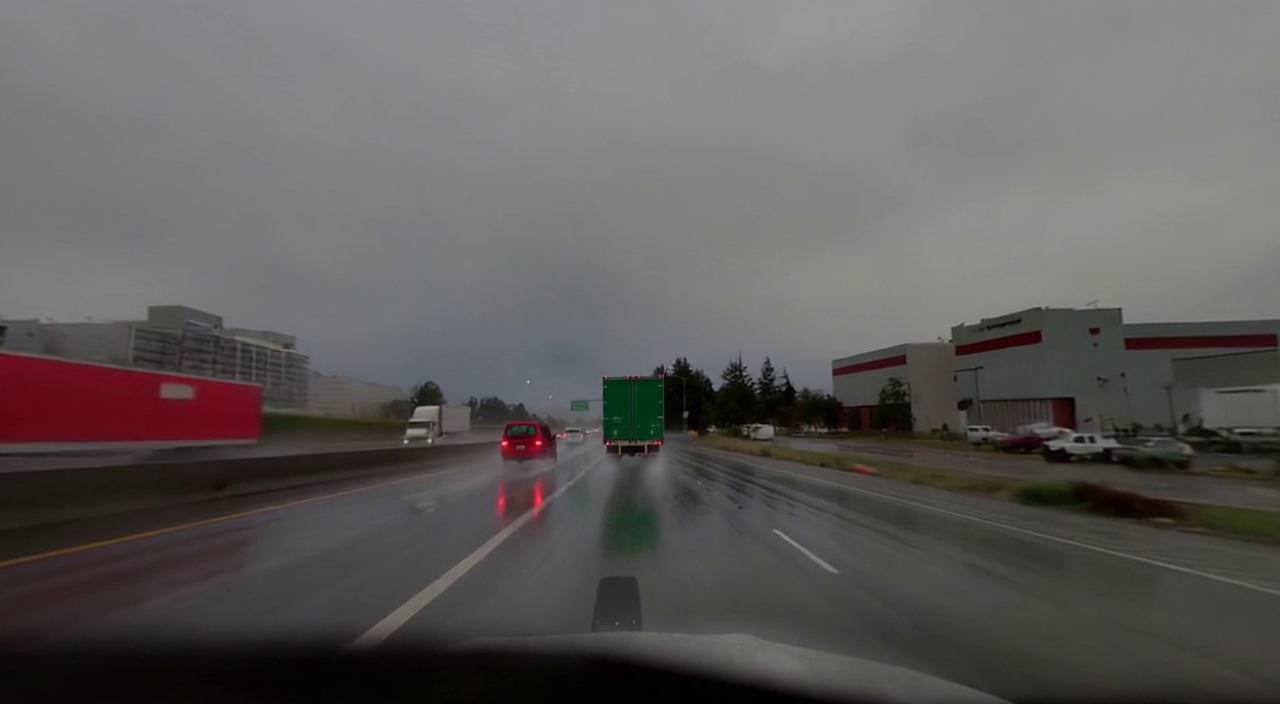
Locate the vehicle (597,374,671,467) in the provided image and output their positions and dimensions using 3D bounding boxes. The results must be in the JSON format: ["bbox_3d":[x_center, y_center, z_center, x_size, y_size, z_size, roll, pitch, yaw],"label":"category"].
[{"bbox_3d":[-0.370,3.666,32.765,3.259,4.066,9.891,0,-8,-1],"label":"vehicle"}]

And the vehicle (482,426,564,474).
[{"bbox_3d":[-4.231,3.626,23.664,2.005,1.602,5.131,0,-8,1],"label":"vehicle"}]

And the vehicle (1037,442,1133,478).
[{"bbox_3d":[22.951,5.528,32.746,1.699,1.625,4.494,-2,-8,0],"label":"vehicle"}]

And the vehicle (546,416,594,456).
[{"bbox_3d":[-4.973,6.144,46.027,2.717,2.714,6.997,0,-8,-1],"label":"vehicle"}]

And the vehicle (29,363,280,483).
[{"bbox_3d":[-17.234,2.725,23.469,2.786,3.661,8.169,0,-8,-1],"label":"vehicle"}]

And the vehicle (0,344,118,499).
[{"bbox_3d":[-17.051,1.477,13.703,2.959,3.738,9.951,0,-8,-1],"label":"vehicle"}]

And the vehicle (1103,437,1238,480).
[{"bbox_3d":[23.026,4.612,27.623,1.986,1.605,4.381,-2,-7,-2],"label":"vehicle"}]
